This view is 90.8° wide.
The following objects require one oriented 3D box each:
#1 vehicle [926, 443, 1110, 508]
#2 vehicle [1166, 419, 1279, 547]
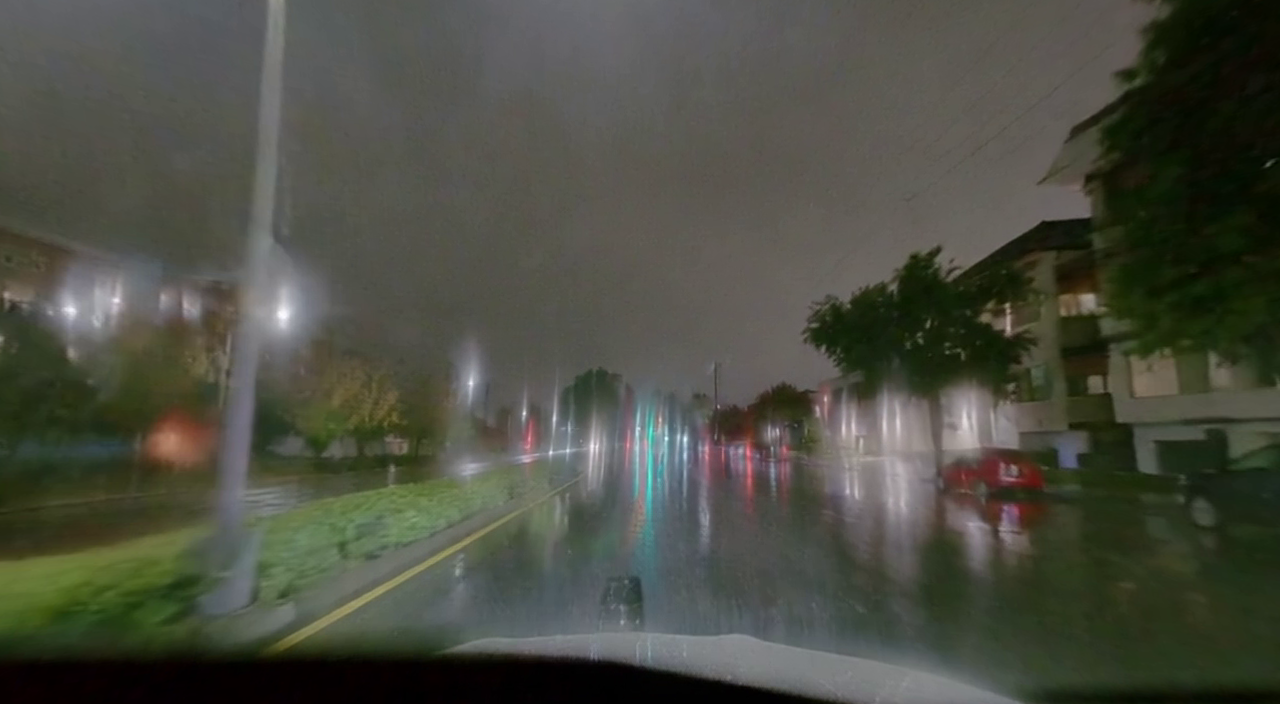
[{"bbox_3d":[9.912,3.239,17.160,1.996,1.488,4.810,0,-9,0],"label":"vehicle"},{"bbox_3d":[9.863,1.738,8.217,2.018,1.742,4.547,0,-9,-1],"label":"vehicle"}]
